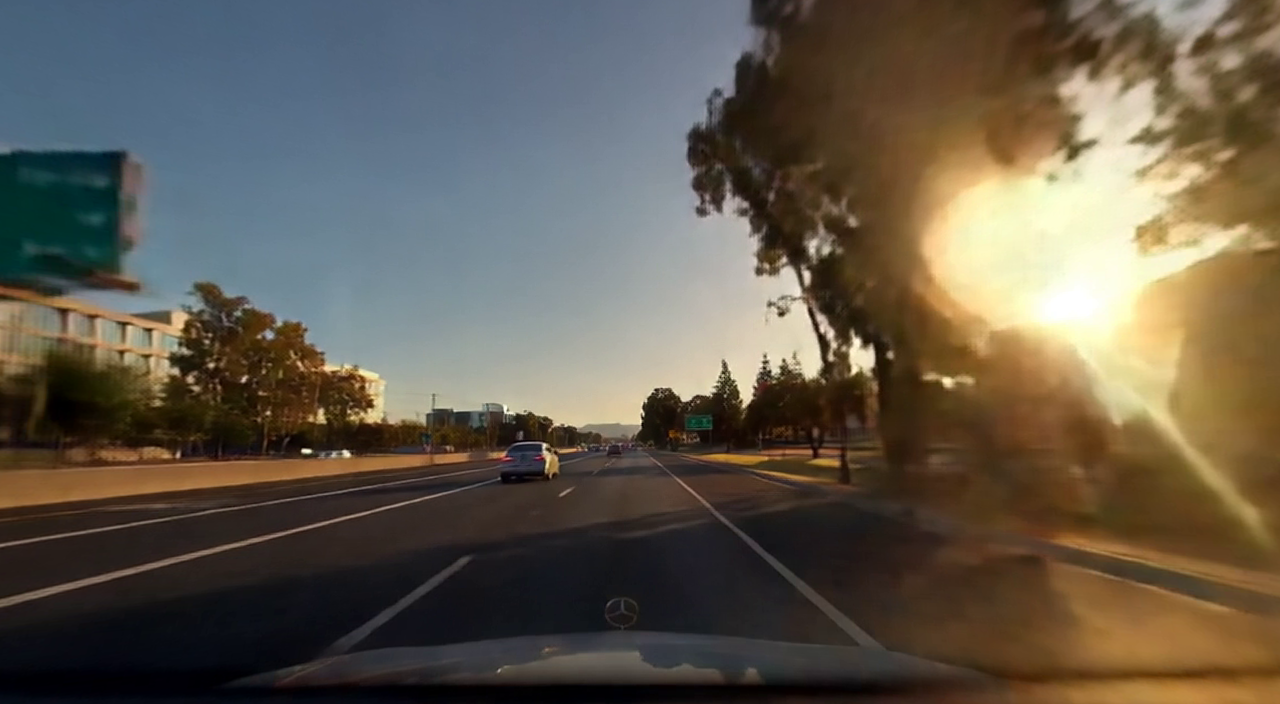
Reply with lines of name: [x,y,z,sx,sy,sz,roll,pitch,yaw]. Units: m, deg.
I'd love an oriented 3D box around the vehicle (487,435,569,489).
vehicle: [-4.008,4.031,23.547,2.150,1.761,4.697,0,-8,1]
